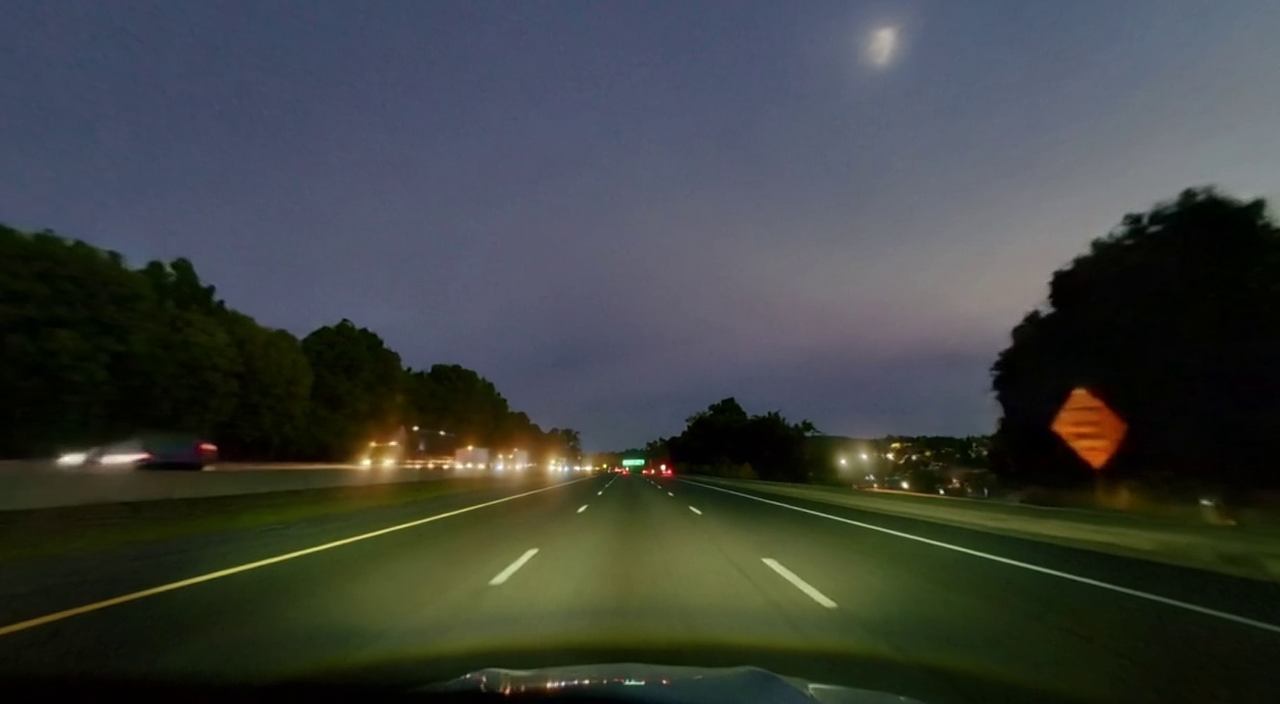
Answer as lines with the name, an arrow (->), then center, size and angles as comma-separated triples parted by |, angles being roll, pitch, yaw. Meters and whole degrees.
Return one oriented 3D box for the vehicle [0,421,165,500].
vehicle -> -12.318, 2.296, 13.291 | 1.760, 1.422, 3.593 | 1, -10, -1
